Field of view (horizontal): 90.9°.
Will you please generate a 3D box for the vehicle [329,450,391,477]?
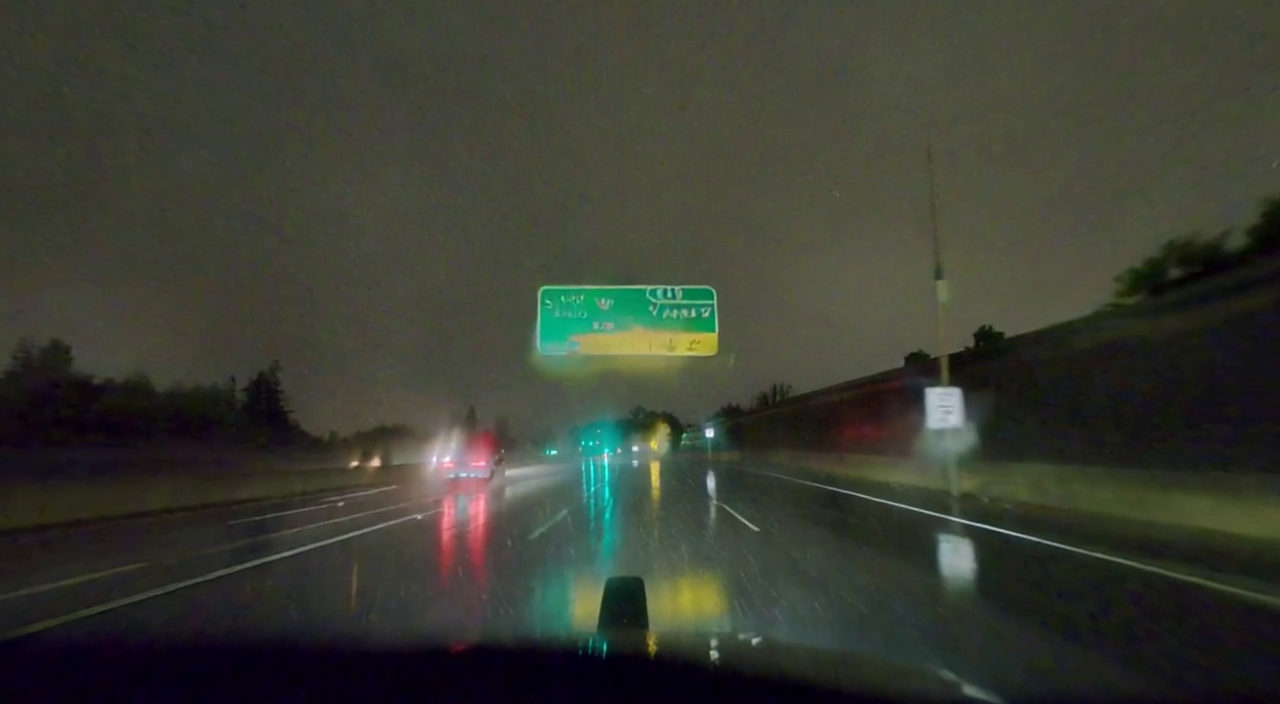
[{"bbox_3d":[-17.614,7.017,39.926,1.927,1.517,4.410,0,-8,-1],"label":"vehicle"}]
